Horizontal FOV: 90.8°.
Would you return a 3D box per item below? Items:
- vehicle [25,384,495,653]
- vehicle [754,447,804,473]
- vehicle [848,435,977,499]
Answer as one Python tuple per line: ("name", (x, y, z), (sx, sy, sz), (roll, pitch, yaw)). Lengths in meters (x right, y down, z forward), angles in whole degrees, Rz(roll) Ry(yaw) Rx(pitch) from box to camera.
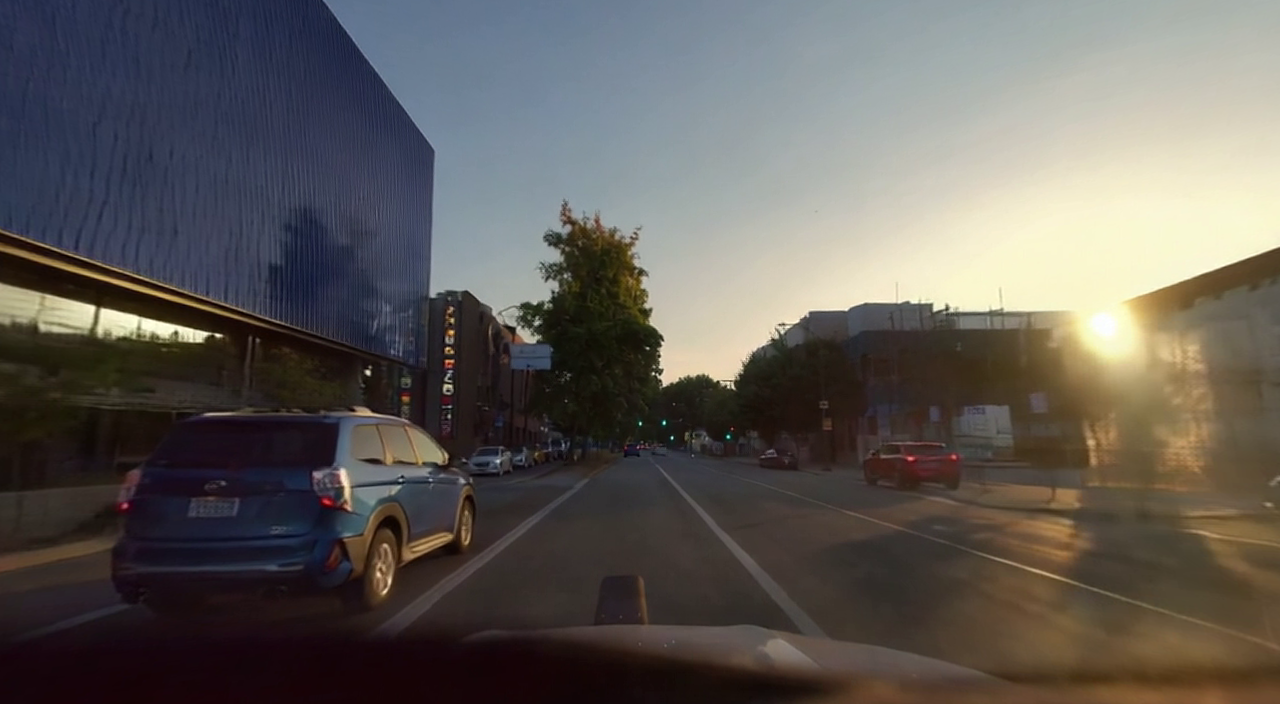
("vehicle", (-3.010, 1.404, 6.411), (2.002, 1.756, 4.366), (0, -8, 1))
("vehicle", (8.722, 6.772, 39.984), (1.954, 1.478, 4.625), (0, -8, -2))
("vehicle", (9.253, 3.925, 22.130), (2.129, 1.929, 5.537), (0, -8, 1))
